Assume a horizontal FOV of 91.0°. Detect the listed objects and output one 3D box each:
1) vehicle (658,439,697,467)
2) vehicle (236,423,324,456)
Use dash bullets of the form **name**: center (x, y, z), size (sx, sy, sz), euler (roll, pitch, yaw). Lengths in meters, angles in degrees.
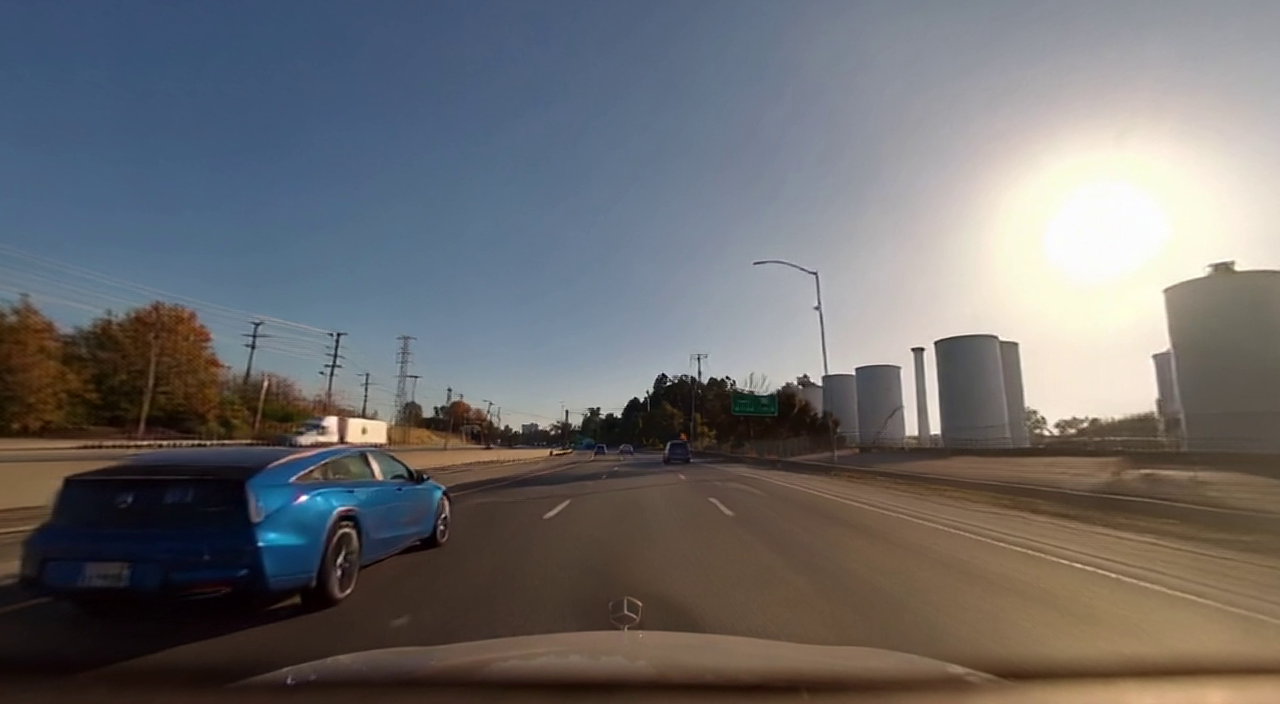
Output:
- **vehicle**: center (2.584, 7.119, 44.476), size (2.296, 1.790, 5.067), euler (0, -9, -1)
- **vehicle**: center (-17.483, 4.320, 30.814), size (1.817, 1.504, 3.991), euler (0, -9, 2)
